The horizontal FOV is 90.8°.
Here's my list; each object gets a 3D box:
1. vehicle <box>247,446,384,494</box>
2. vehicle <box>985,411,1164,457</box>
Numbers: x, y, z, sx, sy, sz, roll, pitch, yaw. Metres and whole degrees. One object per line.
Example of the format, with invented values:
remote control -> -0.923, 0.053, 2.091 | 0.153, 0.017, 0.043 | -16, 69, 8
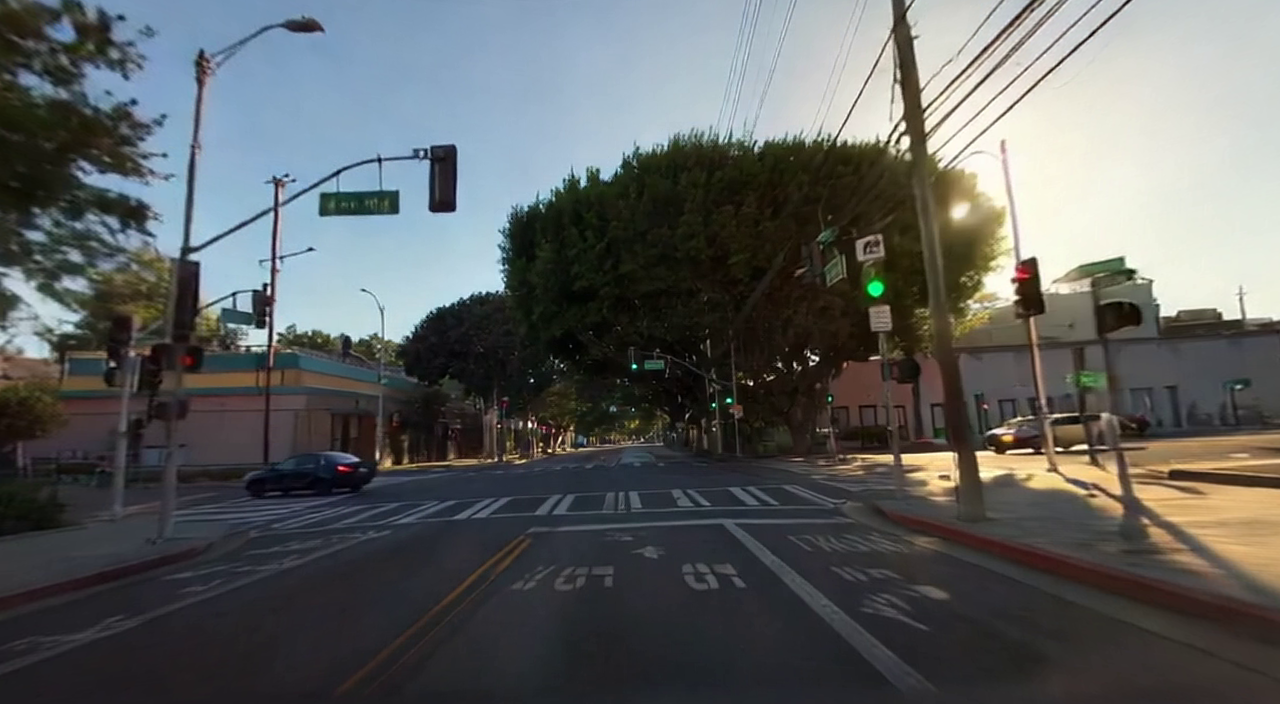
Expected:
vehicle -> -12.299, 4.396, 23.958 | 4.624, 1.478, 2.118 | -4, -4, 23
vehicle -> 14.543, 2.776, 21.335 | 4.632, 1.484, 1.907 | 0, -8, -2
